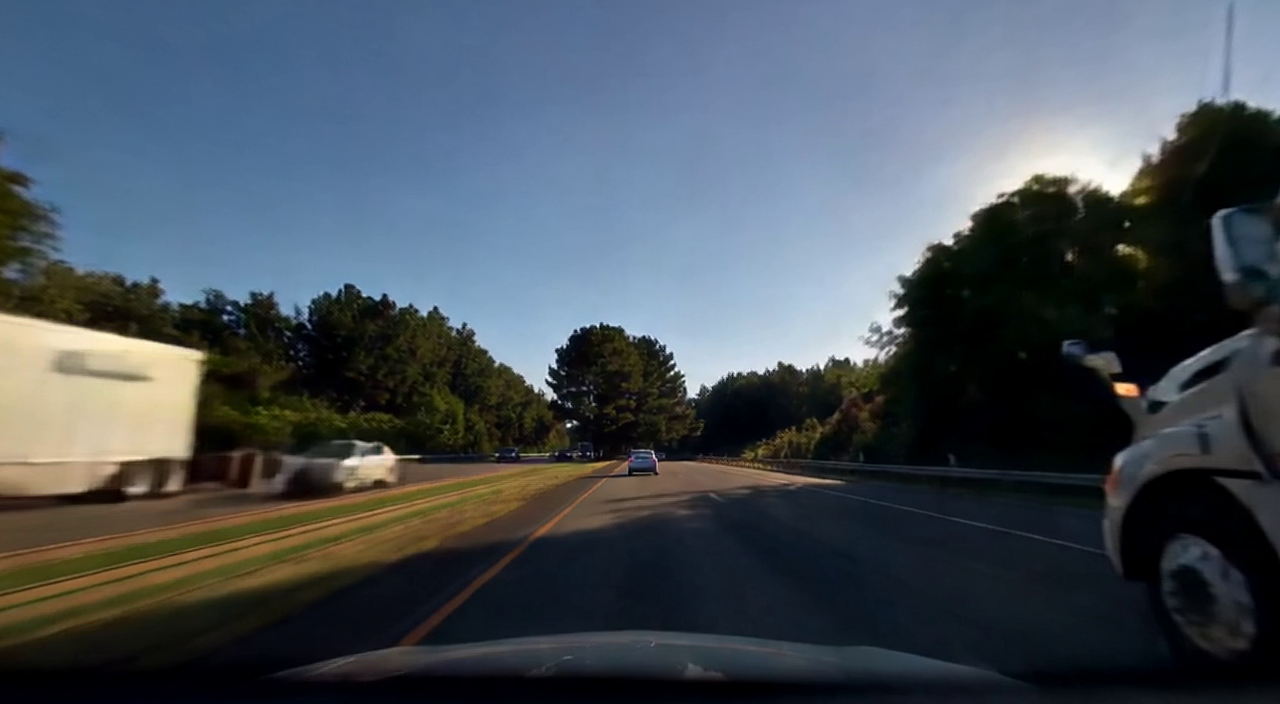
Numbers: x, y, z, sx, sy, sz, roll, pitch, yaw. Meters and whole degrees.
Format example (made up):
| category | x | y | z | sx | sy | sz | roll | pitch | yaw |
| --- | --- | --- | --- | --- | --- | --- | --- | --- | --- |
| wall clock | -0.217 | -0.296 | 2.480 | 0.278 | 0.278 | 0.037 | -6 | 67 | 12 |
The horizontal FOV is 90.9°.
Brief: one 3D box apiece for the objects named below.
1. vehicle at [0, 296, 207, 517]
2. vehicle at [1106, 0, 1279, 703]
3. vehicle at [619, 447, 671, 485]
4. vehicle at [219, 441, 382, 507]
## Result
| category | x | y | z | sx | sy | sz | roll | pitch | yaw |
| --- | --- | --- | --- | --- | --- | --- | --- | --- | --- |
| vehicle | -13.167 | 0.994 | 11.548 | 2.977 | 3.982 | 10.269 | 0 | -9 | 1 |
| vehicle | 4.367 | -0.554 | 0.684 | 3.010 | 3.911 | 5.858 | 0 | -9 | 0 |
| vehicle | 0.185 | 4.951 | 27.785 | 2.114 | 1.523 | 4.012 | 0 | -9 | -1 |
| vehicle | -8.458 | 3.049 | 16.202 | 1.851 | 1.457 | 4.155 | 0 | -9 | 0 |
